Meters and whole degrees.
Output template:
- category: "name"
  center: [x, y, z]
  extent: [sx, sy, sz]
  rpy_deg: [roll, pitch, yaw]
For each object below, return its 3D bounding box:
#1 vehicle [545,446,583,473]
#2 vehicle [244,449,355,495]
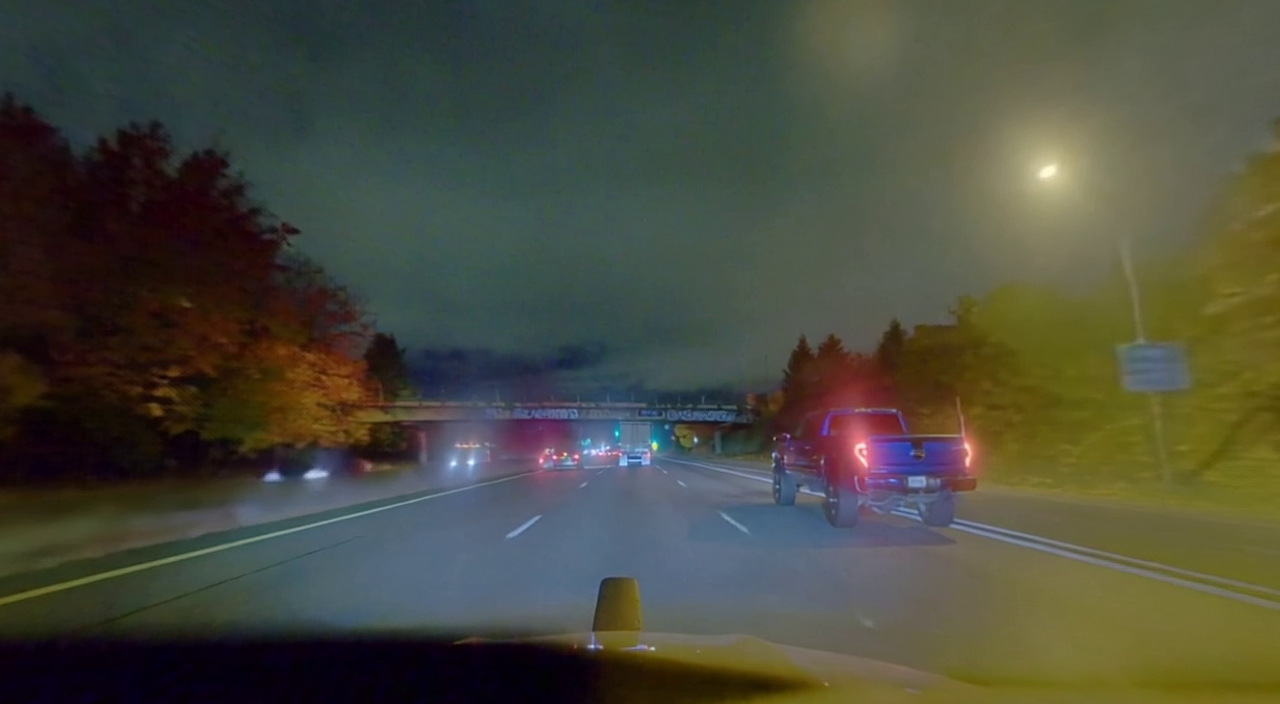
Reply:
- category: "vehicle"
  center: [-4.485, 6.442, 37.679]
  extent: [1.892, 1.529, 3.996]
  rpy_deg: [0, -9, -1]
- category: "vehicle"
  center: [-13.735, 4.828, 25.679]
  extent: [1.890, 1.706, 4.618]
  rpy_deg: [0, -9, 1]
